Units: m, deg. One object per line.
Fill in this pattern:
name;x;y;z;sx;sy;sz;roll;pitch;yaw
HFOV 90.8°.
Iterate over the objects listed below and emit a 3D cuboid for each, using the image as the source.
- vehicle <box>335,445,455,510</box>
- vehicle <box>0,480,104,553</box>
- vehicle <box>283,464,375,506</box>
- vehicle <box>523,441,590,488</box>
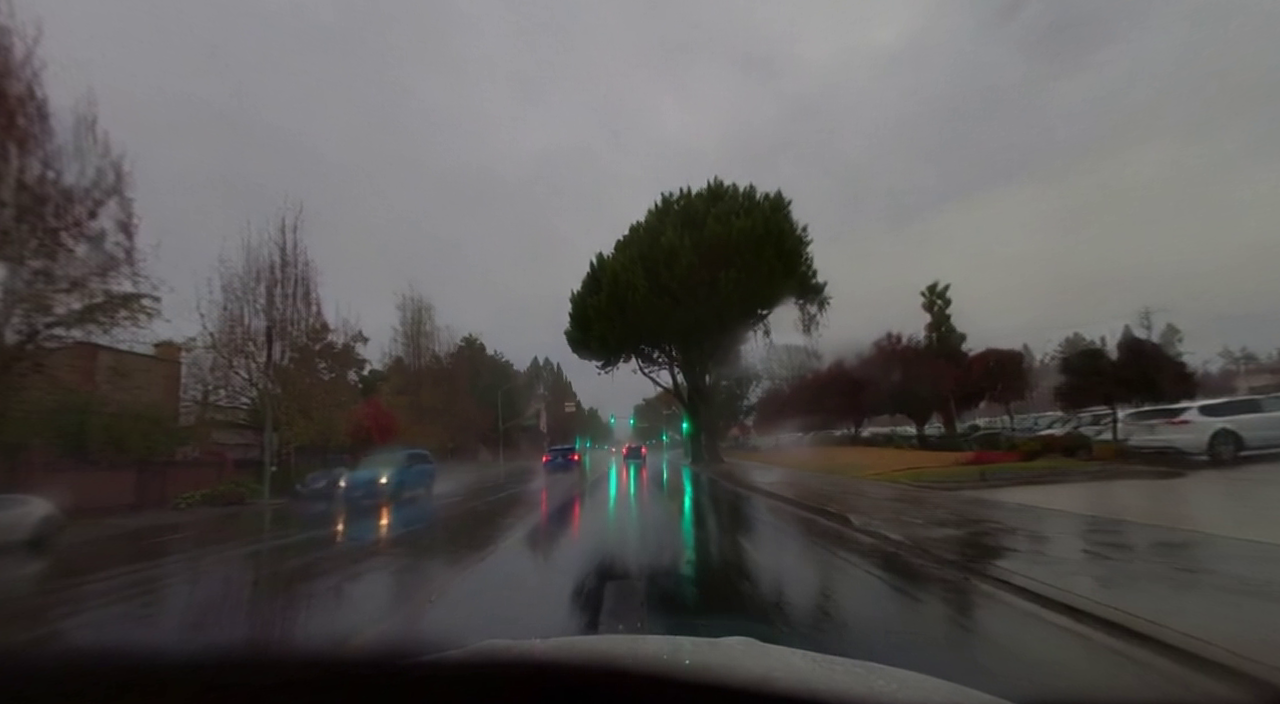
vehicle;-7.906;4.044;20.917;2.084;1.731;4.595;-4;-9;1
vehicle;-14.614;3.738;13.787;1.874;1.392;4.633;-7;-9;-1
vehicle;-14.439;6.157;29.613;1.880;1.476;4.715;-7;-9;0
vehicle;-3.399;4.659;26.534;2.097;1.755;4.336;-1;-9;2
